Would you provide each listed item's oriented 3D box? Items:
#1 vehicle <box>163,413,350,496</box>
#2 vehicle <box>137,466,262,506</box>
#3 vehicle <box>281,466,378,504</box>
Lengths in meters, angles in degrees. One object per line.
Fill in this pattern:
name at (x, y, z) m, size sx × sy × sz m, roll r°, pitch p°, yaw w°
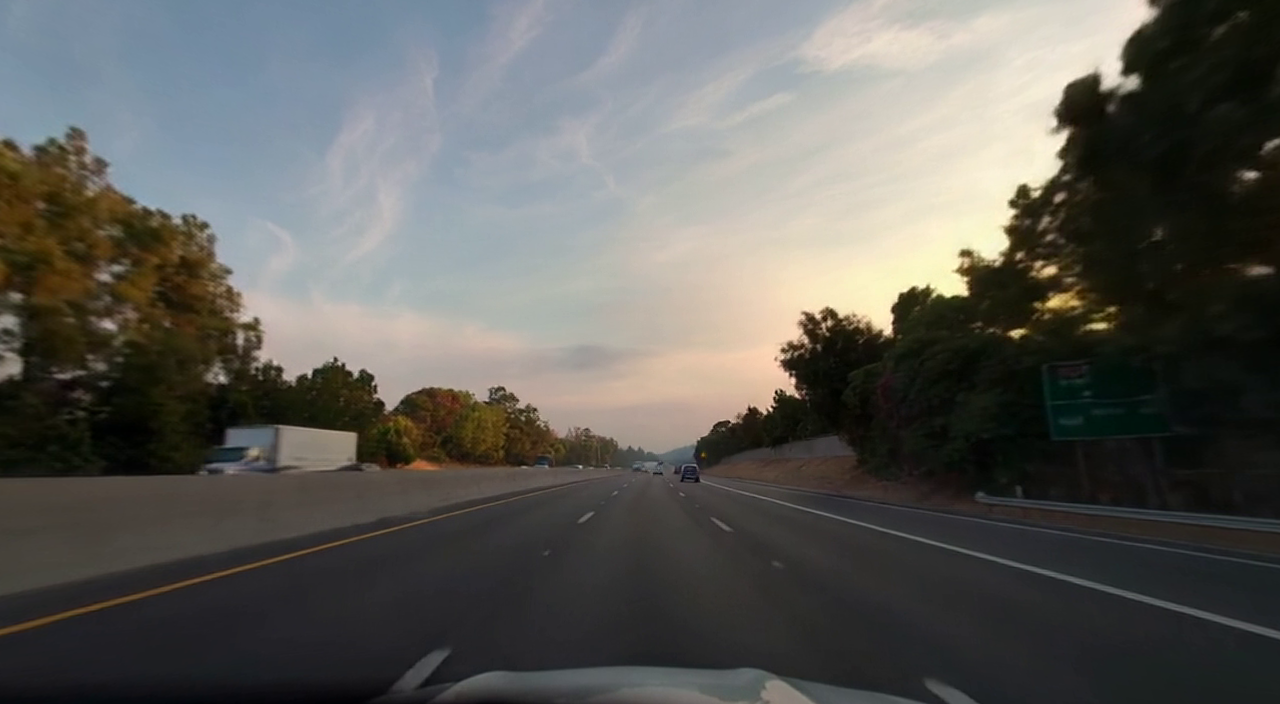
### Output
vehicle at (-21.403, 6.074, 36.716) m, size 2.933 × 3.987 × 12.166 m, roll 1°, pitch -10°, yaw 1°
vehicle at (-17.625, 5.361, 25.515) m, size 1.886 × 1.412 × 4.246 m, roll 1°, pitch -10°, yaw 1°
vehicle at (-13.884, 5.957, 28.526) m, size 2.056 × 1.487 × 4.517 m, roll 1°, pitch -10°, yaw 1°
